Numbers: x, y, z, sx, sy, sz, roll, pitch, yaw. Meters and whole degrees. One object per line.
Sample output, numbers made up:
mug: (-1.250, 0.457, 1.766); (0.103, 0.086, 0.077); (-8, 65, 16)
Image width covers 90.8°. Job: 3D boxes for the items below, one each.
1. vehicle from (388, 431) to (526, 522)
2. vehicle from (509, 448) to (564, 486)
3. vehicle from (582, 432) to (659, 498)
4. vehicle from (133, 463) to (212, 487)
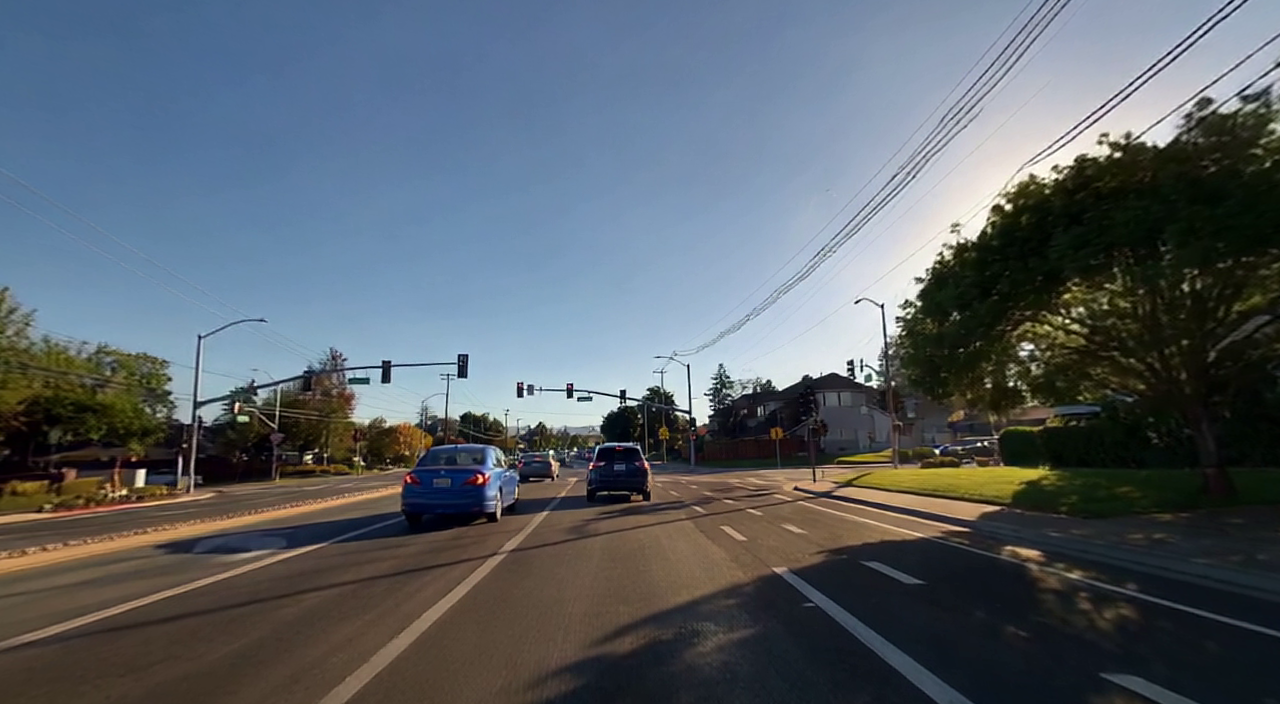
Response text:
vehicle: (-3.806, 2.653, 13.966); (1.899, 1.685, 4.121); (0, -9, -1)
vehicle: (-4.365, 4.889, 27.228); (1.863, 1.449, 4.153); (1, -9, -3)
vehicle: (-0.628, 3.500, 19.903); (2.155, 1.836, 4.250); (0, -9, -2)
vehicle: (-35.713, 9.376, 48.325); (4.533, 1.738, 2.151); (-1, -9, 10)
